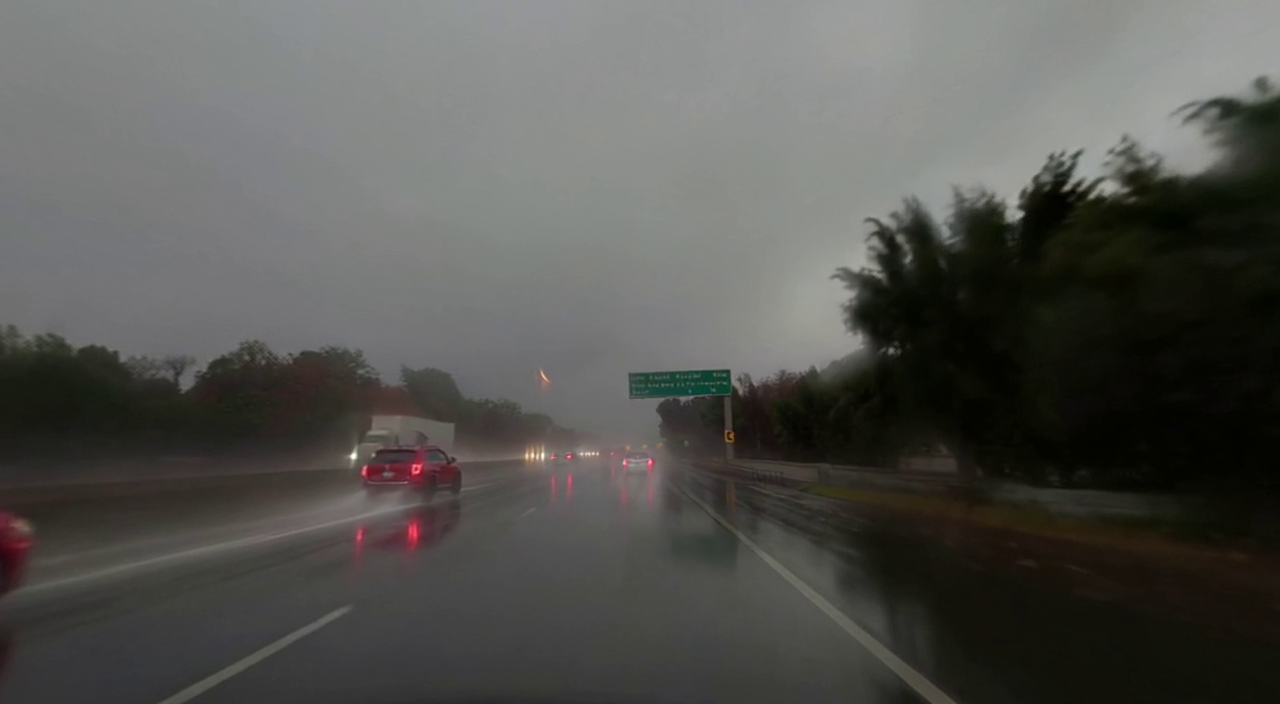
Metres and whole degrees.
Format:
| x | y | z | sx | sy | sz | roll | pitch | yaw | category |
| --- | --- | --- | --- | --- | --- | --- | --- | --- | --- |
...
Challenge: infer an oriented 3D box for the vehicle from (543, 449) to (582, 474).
| x | y | z | sx | sy | sz | roll | pitch | yaw | category |
| --- | --- | --- | --- | --- | --- | --- | --- | --- | --- |
| -4.846 | 6.915 | 39.935 | 1.892 | 1.481 | 4.180 | 0 | -9 | 1 | vehicle |

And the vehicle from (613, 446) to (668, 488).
| x | y | z | sx | sy | sz | roll | pitch | yaw | category |
| --- | --- | --- | --- | --- | --- | --- | --- | --- | --- |
| 0.000 | 4.389 | 24.224 | 1.940 | 1.451 | 3.512 | 0 | -9 | -1 | vehicle |

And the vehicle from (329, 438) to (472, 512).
| x | y | z | sx | sy | sz | roll | pitch | yaw | category |
| --- | --- | --- | --- | --- | --- | --- | --- | --- | --- |
| -5.973 | 3.107 | 16.320 | 2.058 | 1.626 | 4.118 | 0 | -9 | 0 | vehicle |
